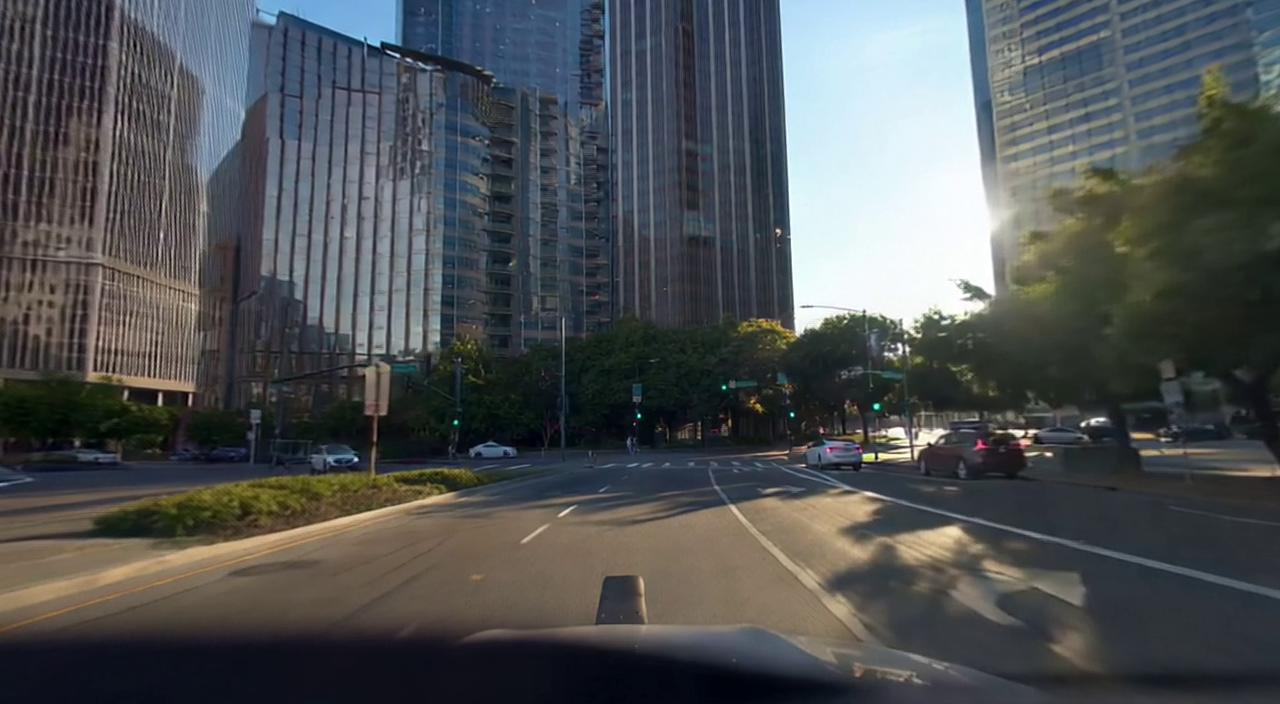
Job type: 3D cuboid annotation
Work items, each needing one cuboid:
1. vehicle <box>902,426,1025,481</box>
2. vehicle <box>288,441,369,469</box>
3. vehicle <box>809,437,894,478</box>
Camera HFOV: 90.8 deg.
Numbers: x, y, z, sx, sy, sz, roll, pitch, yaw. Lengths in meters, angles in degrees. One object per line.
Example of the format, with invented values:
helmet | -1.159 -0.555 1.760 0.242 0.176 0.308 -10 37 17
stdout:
vehicle | 11.810 3.745 23.534 2.027 1.810 4.854 0 -9 1
vehicle | -22.033 7.262 44.746 4.779 1.910 2.125 -2 -9 12
vehicle | 8.359 4.217 25.522 1.936 1.489 4.885 -1 -8 3
